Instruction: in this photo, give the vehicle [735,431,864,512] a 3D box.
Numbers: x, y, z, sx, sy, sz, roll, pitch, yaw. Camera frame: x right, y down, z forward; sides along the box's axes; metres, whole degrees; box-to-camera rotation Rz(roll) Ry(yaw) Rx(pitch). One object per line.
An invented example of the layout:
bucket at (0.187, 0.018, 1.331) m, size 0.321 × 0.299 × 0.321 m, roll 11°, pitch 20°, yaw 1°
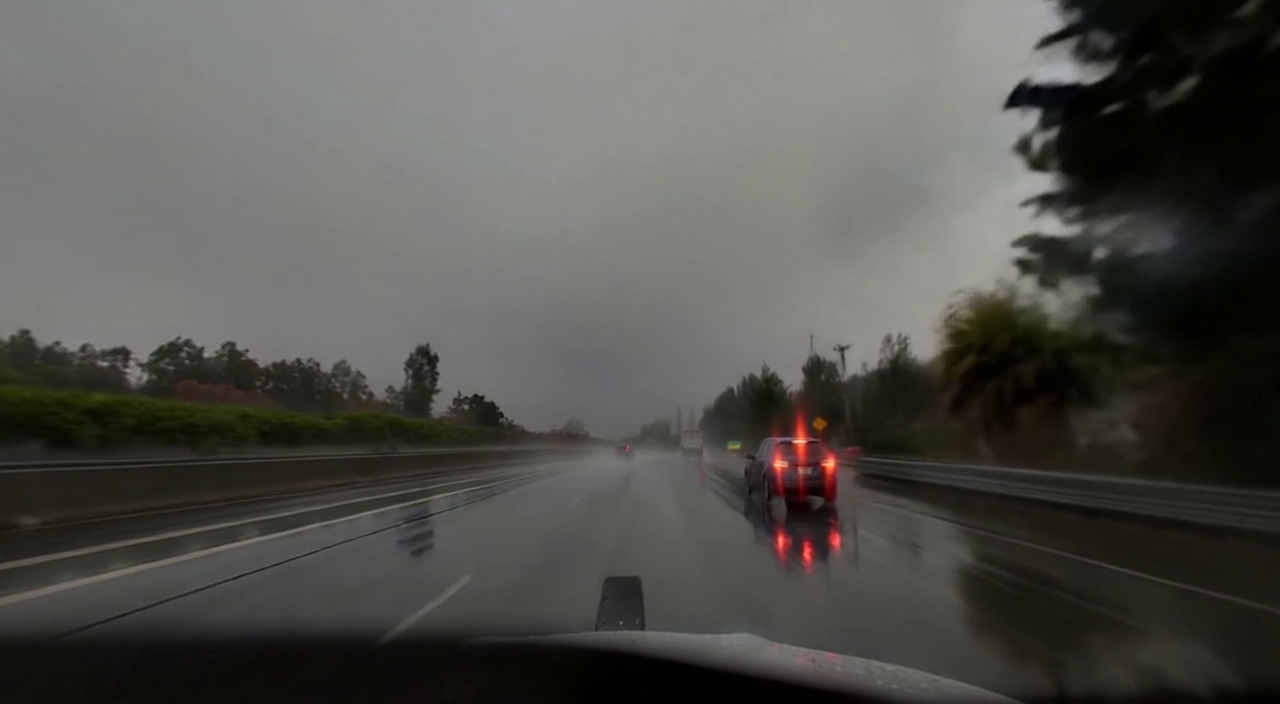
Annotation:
vehicle at (3.820, 2.952, 16.025) m, size 2.075 × 1.743 × 4.410 m, roll 0°, pitch -9°, yaw 0°
